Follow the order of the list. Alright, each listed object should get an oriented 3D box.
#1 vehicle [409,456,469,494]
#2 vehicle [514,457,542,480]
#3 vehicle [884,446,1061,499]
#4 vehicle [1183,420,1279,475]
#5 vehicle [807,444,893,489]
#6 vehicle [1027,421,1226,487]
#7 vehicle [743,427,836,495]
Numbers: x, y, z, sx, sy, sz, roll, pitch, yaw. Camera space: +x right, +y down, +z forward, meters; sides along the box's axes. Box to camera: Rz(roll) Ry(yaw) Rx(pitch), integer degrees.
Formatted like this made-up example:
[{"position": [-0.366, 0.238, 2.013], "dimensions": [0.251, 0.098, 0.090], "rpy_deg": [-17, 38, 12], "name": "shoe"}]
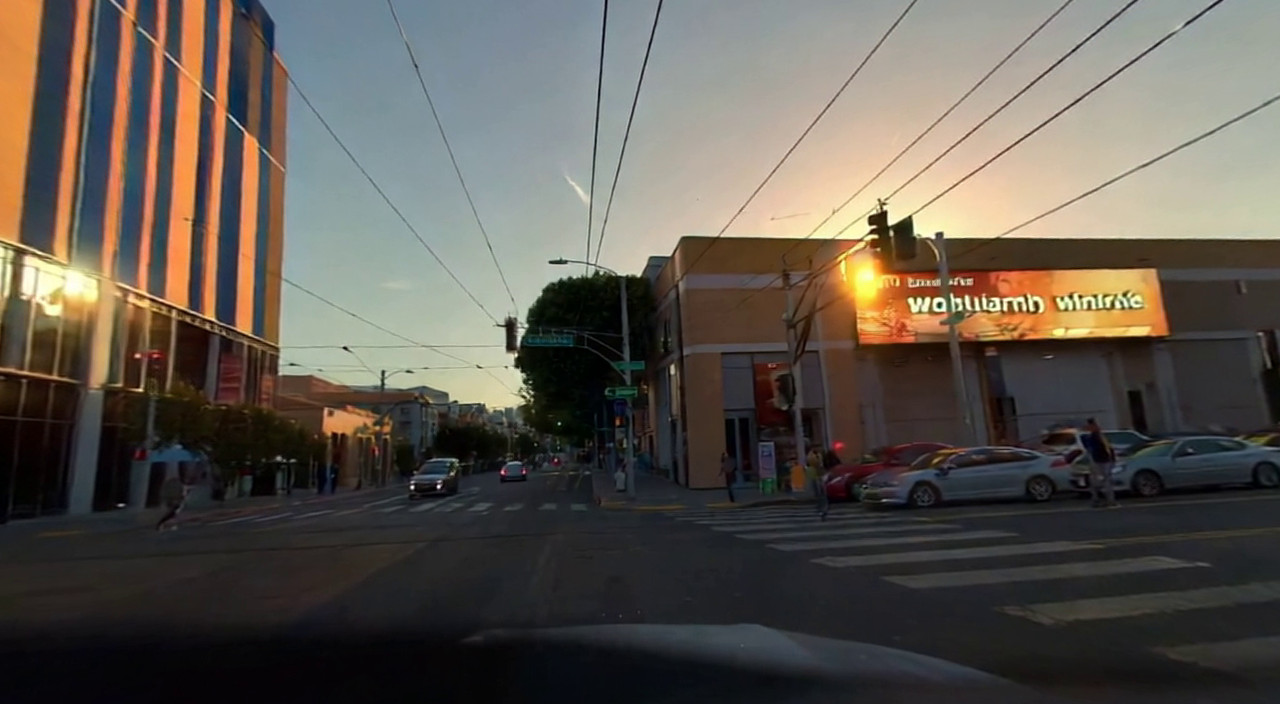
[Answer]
[{"position": [-10.680, 6.547, 33.973], "dimensions": [2.121, 1.792, 4.510], "rpy_deg": [1, -9, -5], "name": "vehicle"}, {"position": [-8.276, 8.608, 46.945], "dimensions": [1.797, 1.490, 4.549], "rpy_deg": [1, -9, -7], "name": "vehicle"}, {"position": [10.199, 3.669, 19.527], "dimensions": [4.697, 1.510, 1.596], "rpy_deg": [1, -8, -8], "name": "vehicle"}, {"position": [21.177, 3.195, 21.130], "dimensions": [4.431, 1.713, 1.906], "rpy_deg": [1, -9, -6], "name": "vehicle"}, {"position": [8.421, 4.630, 25.734], "dimensions": [1.856, 1.627, 4.098], "rpy_deg": [2, -10, -4], "name": "vehicle"}, {"position": [15.534, 3.269, 20.343], "dimensions": [4.944, 1.946, 1.952], "rpy_deg": [1, -8, -6], "name": "vehicle"}, {"position": [5.827, 4.268, 25.306], "dimensions": [2.316, 2.425, 4.466], "rpy_deg": [1, -7, -5], "name": "vehicle"}]
